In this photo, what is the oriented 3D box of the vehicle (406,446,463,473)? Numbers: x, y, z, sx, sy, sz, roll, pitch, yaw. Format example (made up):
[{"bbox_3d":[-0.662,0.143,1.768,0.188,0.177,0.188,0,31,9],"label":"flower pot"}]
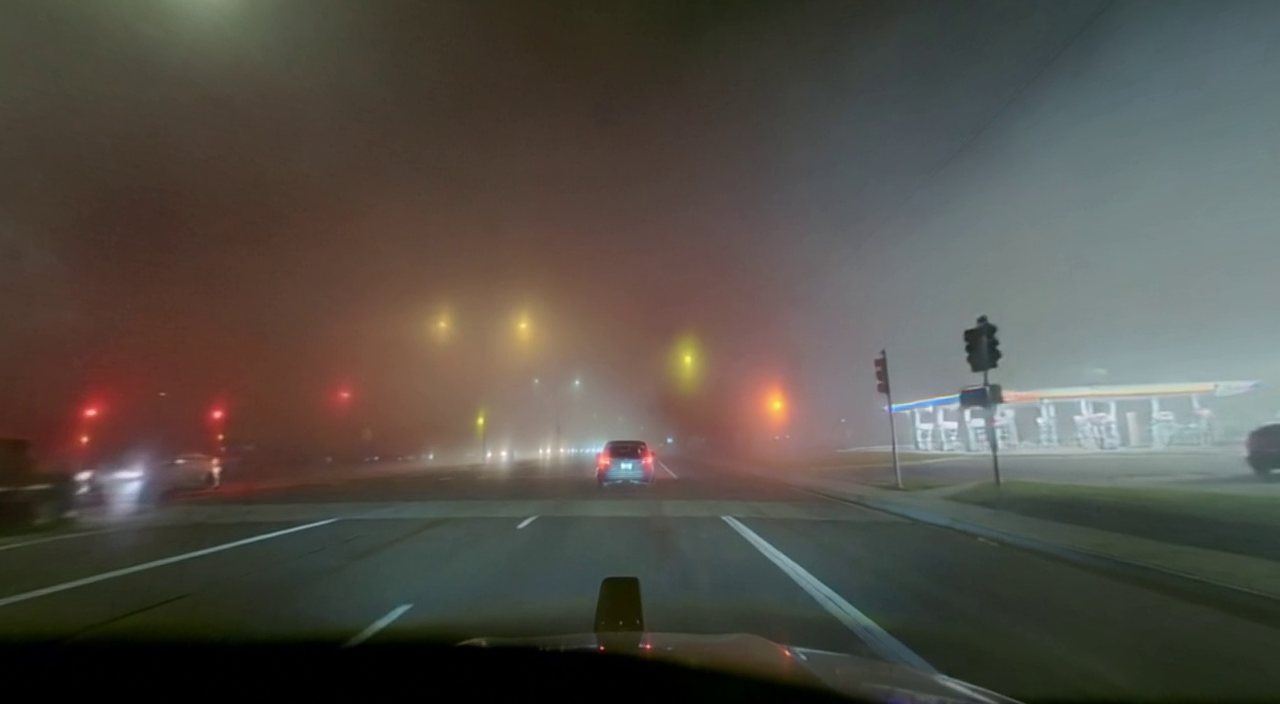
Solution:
[{"bbox_3d":[-12.690,6.650,39.123,1.989,1.539,4.413,0,-9,1],"label":"vehicle"}]

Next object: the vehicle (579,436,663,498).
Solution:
[{"bbox_3d":[-0.461,3.163,17.724,2.062,1.519,4.214,0,-8,0],"label":"vehicle"}]

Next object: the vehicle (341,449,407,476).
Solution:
[{"bbox_3d":[-16.050,6.662,38.284,1.920,1.481,4.660,0,-9,1],"label":"vehicle"}]

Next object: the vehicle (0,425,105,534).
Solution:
[{"bbox_3d":[-12.695,2.256,11.055,2.161,1.950,4.962,0,-8,0],"label":"vehicle"}]

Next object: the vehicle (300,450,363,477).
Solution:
[{"bbox_3d":[-19.113,6.893,39.184,1.860,1.511,4.125,1,-9,-1],"label":"vehicle"}]

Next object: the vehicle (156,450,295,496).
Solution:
[{"bbox_3d":[-15.601,4.546,24.078,1.960,1.508,4.794,0,-9,1],"label":"vehicle"}]
